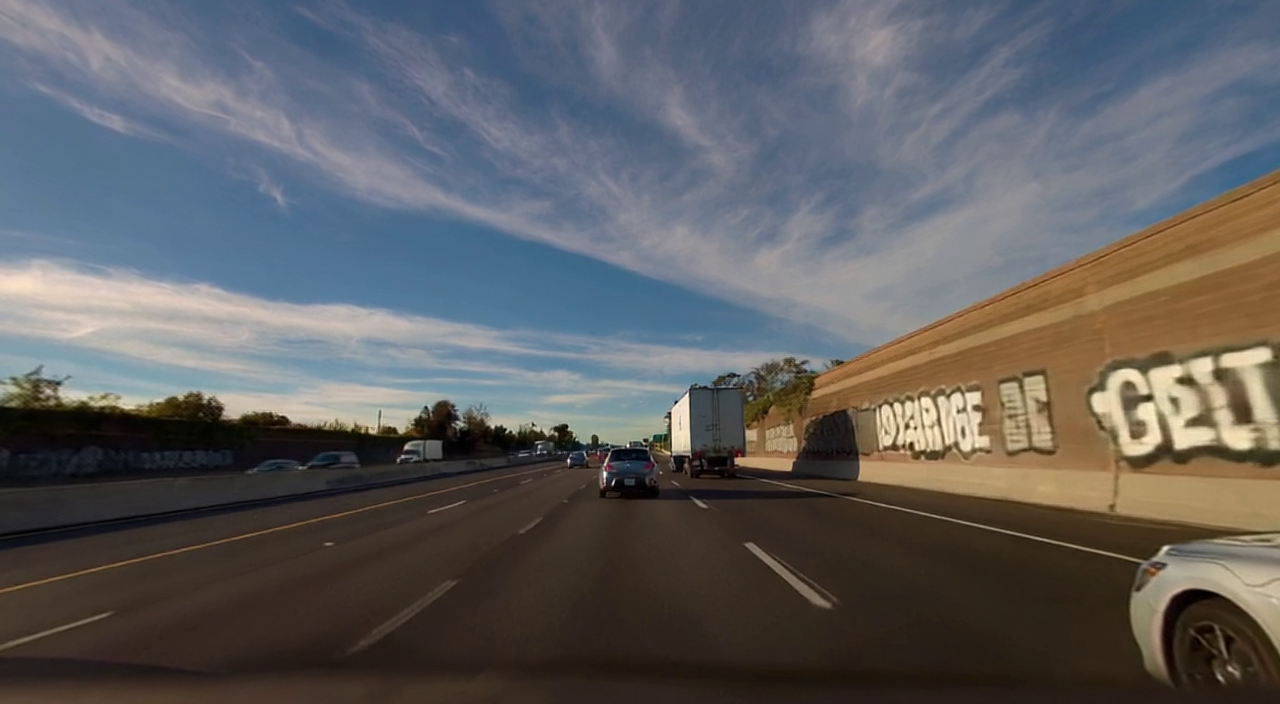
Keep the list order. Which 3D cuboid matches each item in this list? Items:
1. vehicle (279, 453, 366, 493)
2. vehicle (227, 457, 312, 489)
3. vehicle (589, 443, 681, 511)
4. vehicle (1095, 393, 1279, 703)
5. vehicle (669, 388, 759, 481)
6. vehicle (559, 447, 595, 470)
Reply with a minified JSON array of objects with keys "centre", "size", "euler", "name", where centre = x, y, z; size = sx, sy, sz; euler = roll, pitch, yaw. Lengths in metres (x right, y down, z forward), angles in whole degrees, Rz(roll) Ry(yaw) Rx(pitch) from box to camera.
[{"centre":[-12.348,4.682,24.668],"size":[1.670,1.394,3.398],"euler":[0,-9,-1],"name":"vehicle"},{"centre":[-20.926,6.832,35.754],"size":[2.073,1.552,4.501],"euler":[0,-9,0],"name":"vehicle"},{"centre":[-0.190,3.091,16.030],"size":[2.033,1.468,4.015],"euler":[0,-9,-2],"name":"vehicle"},{"centre":[3.351,0.664,0.766],"size":[1.996,1.497,4.754],"euler":[0,-9,0],"name":"vehicle"},{"centre":[3.548,4.645,34.423],"size":[2.902,4.014,14.446],"euler":[0,-9,-1],"name":"vehicle"},{"centre":[-4.343,7.388,43.778],"size":[2.067,1.481,4.085],"euler":[-1,-9,0],"name":"vehicle"}]
